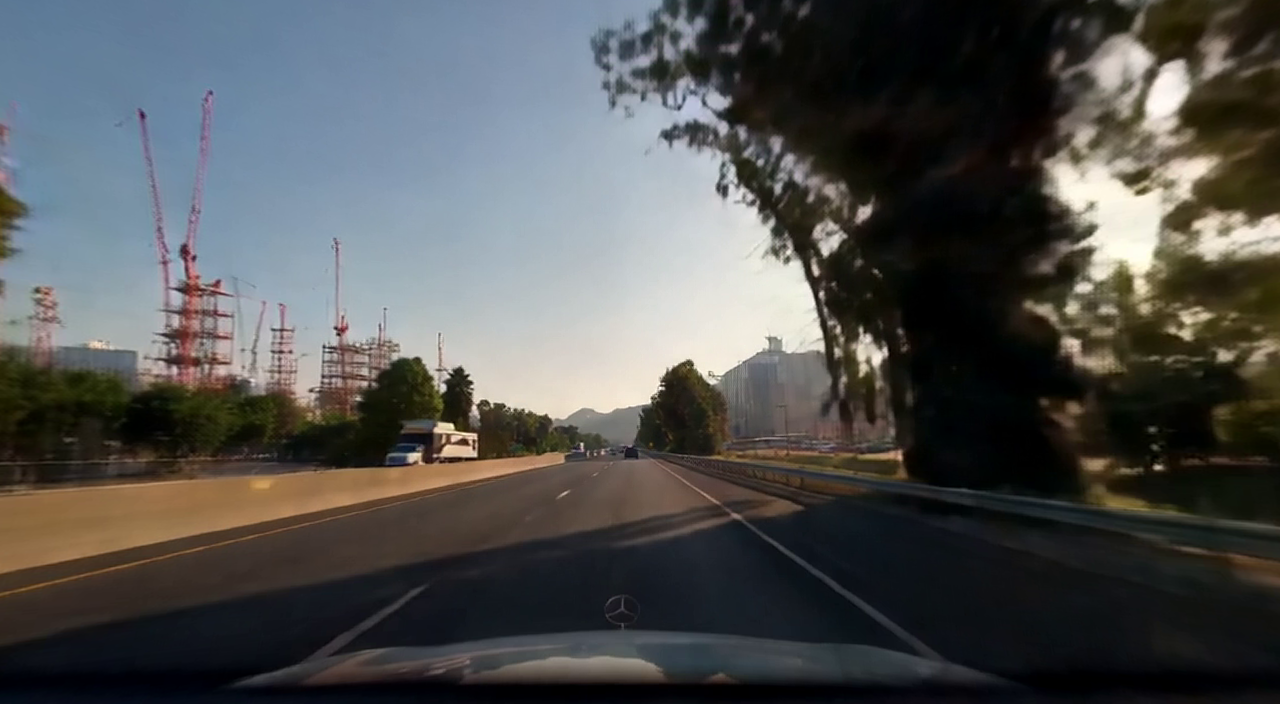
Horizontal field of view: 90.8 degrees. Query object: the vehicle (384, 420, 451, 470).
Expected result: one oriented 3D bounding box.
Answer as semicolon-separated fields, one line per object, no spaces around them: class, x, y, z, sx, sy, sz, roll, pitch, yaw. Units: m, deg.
vehicle;-17.173;7.249;49.168;3.004;3.663;5.895;0;-9;0
